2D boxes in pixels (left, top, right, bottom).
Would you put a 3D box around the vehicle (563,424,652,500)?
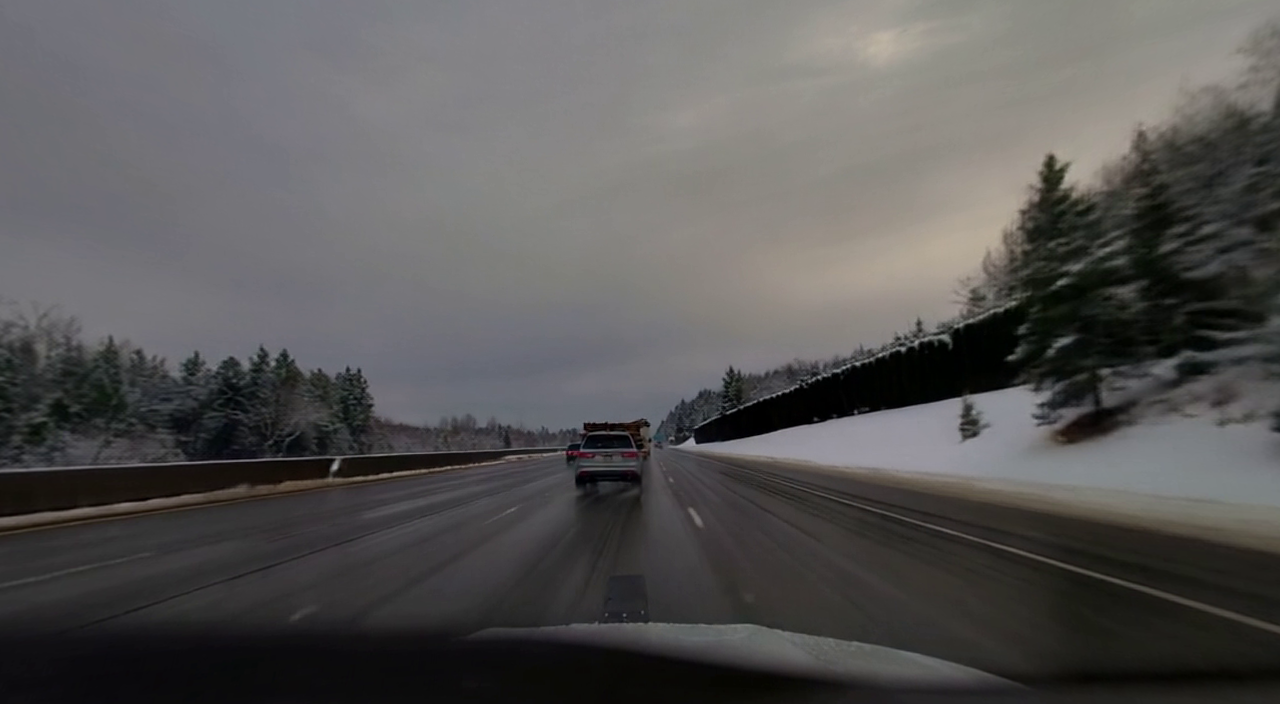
[{"bbox_3d":[-0.736,2.940,17.198,2.114,1.787,4.365,0,-8,1],"label":"vehicle"}]
